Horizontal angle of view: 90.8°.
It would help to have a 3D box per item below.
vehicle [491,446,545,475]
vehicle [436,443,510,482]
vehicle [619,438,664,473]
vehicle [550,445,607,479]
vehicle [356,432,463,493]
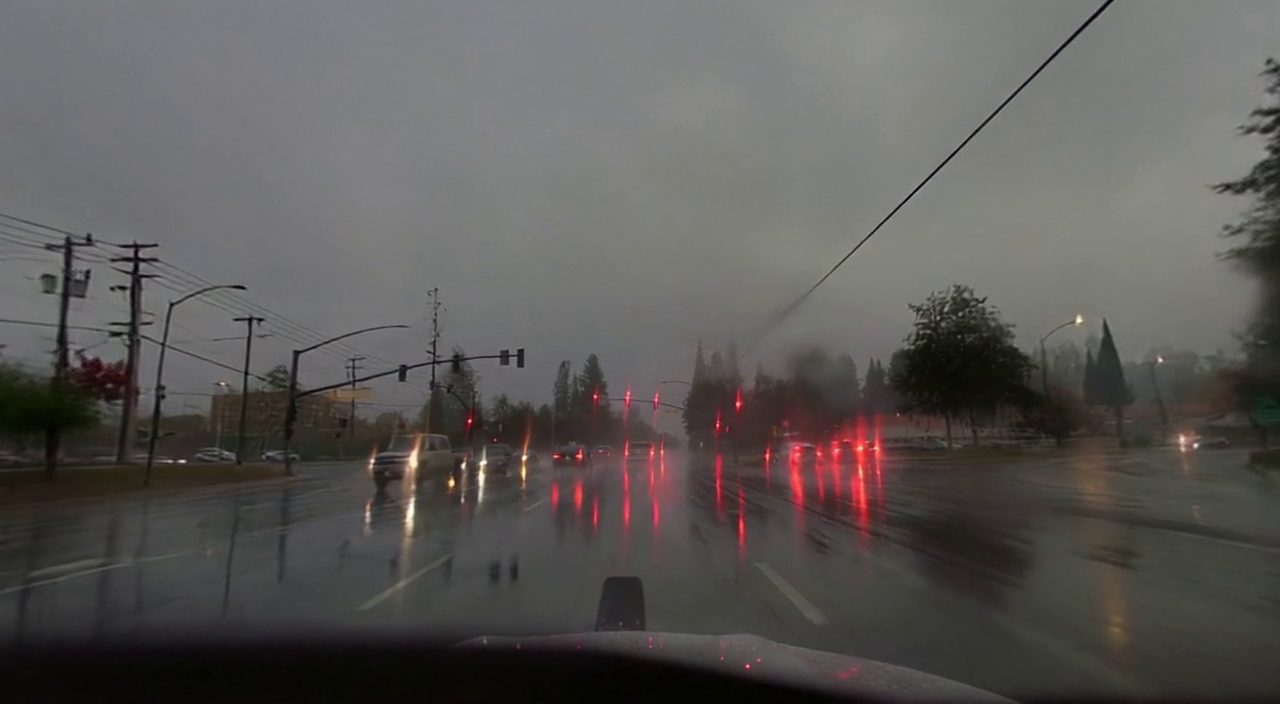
[{"bbox_3d":[-6.730,6.032,35.383,1.904,1.449,4.580,-1,-8,3],"label":"vehicle"},{"bbox_3d":[-7.314,4.858,28.082,1.912,1.573,4.299,-1,-8,3],"label":"vehicle"},{"bbox_3d":[0.159,5.824,35.831,2.276,1.850,3.897,-1,-8,4],"label":"vehicle"},{"bbox_3d":[-2.801,5.117,29.687,2.064,1.464,4.373,0,-8,2],"label":"vehicle"},{"bbox_3d":[-7.335,3.547,20.600,1.860,1.754,4.089,0,-8,1],"label":"vehicle"}]
